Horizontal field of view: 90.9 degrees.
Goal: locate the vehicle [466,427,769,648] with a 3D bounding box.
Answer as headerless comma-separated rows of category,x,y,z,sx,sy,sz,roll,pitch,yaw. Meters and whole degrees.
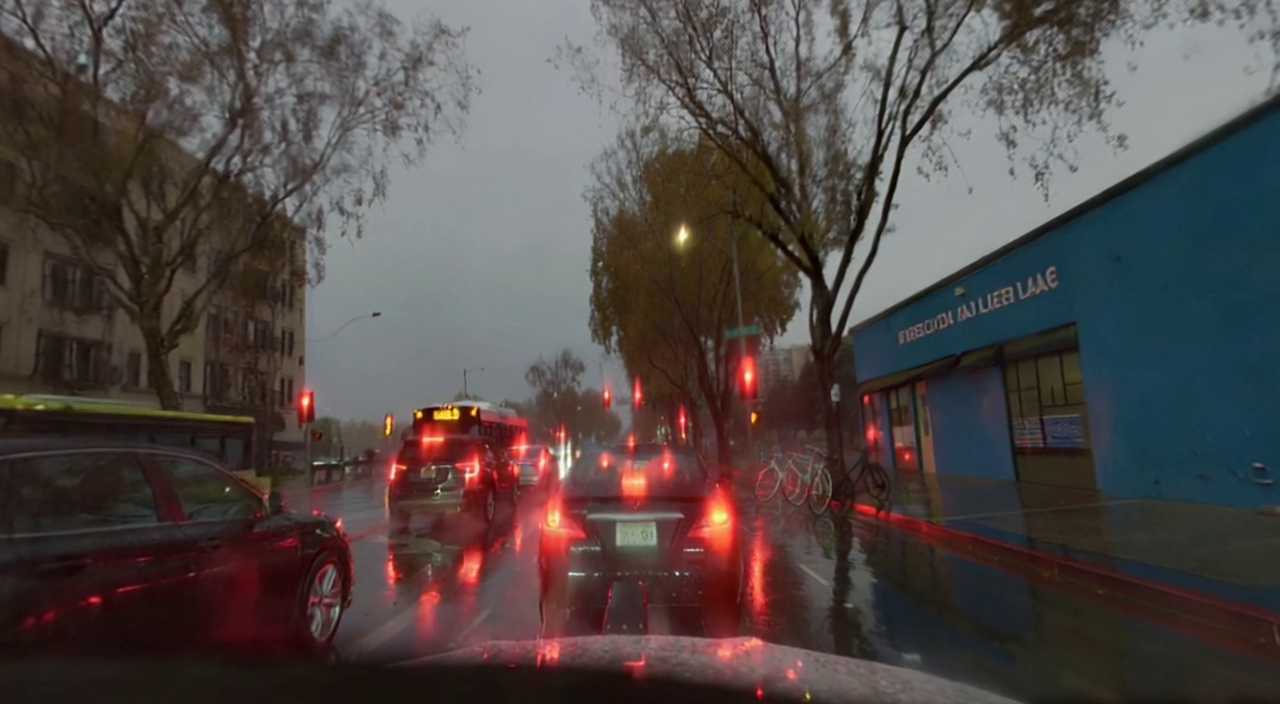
vehicle,-0.138,1.528,6.185,2.031,1.461,3.763,0,-8,0

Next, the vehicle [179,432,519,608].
vehicle,-2.911,1.758,7.633,1.944,1.481,4.385,0,-8,1

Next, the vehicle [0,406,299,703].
vehicle,-3.169,0.869,1.724,1.867,1.486,4.452,0,-8,2
